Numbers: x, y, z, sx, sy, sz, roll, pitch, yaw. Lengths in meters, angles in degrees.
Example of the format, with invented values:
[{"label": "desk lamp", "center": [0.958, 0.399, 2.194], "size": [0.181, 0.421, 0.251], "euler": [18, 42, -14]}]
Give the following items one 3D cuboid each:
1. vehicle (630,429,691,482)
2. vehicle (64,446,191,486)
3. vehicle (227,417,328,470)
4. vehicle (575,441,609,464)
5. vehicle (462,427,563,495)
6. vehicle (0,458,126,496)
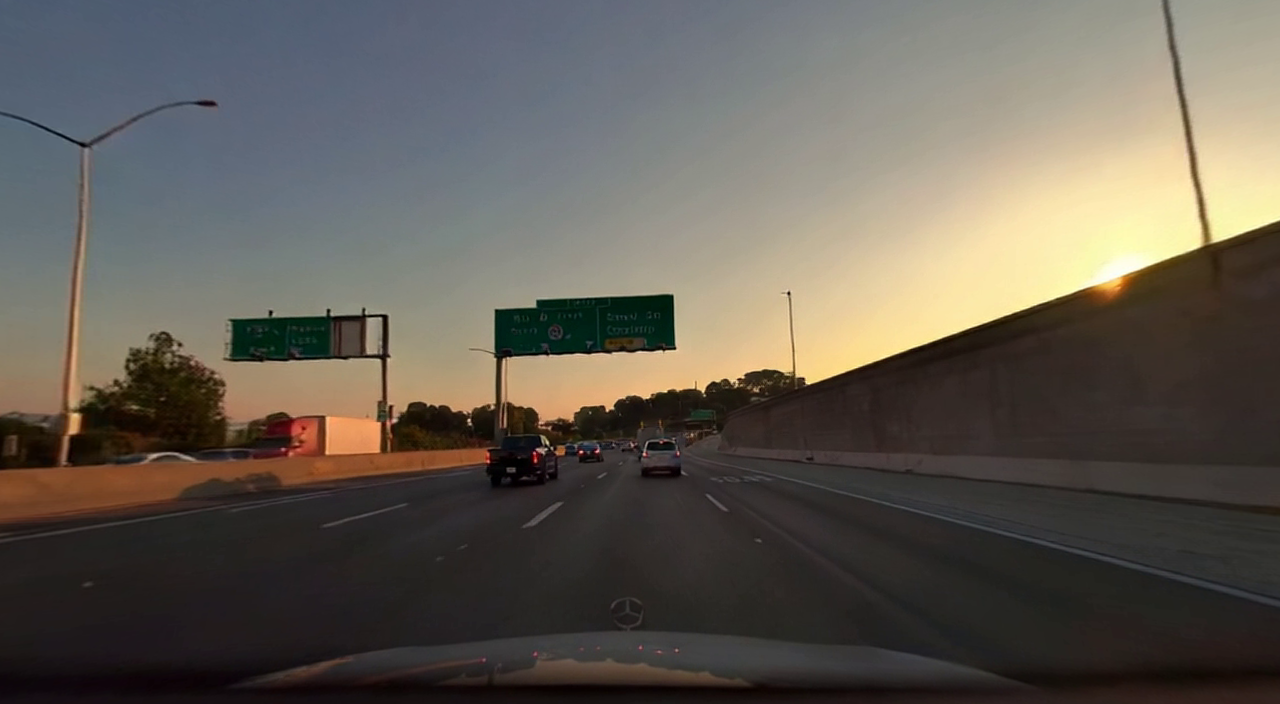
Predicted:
[{"label": "vehicle", "center": [0.748, 3.930, 24.166], "size": [2.083, 1.792, 4.782], "euler": [0, -9, 1]}, {"label": "vehicle", "center": [-21.320, 4.725, 26.490], "size": [1.848, 1.483, 4.149], "euler": [0, -9, 0]}, {"label": "vehicle", "center": [-28.180, 7.224, 49.632], "size": [3.011, 3.821, 8.088], "euler": [0, -8, 0]}, {"label": "vehicle", "center": [-3.388, 7.180, 45.212], "size": [1.961, 1.591, 4.756], "euler": [0, -9, 1]}, {"label": "vehicle", "center": [-3.691, 3.273, 19.320], "size": [1.954, 1.792, 5.187], "euler": [0, -9, 1]}, {"label": "vehicle", "center": [-24.538, 5.271, 26.896], "size": [1.840, 1.373, 3.920], "euler": [0, -9, 2]}]
